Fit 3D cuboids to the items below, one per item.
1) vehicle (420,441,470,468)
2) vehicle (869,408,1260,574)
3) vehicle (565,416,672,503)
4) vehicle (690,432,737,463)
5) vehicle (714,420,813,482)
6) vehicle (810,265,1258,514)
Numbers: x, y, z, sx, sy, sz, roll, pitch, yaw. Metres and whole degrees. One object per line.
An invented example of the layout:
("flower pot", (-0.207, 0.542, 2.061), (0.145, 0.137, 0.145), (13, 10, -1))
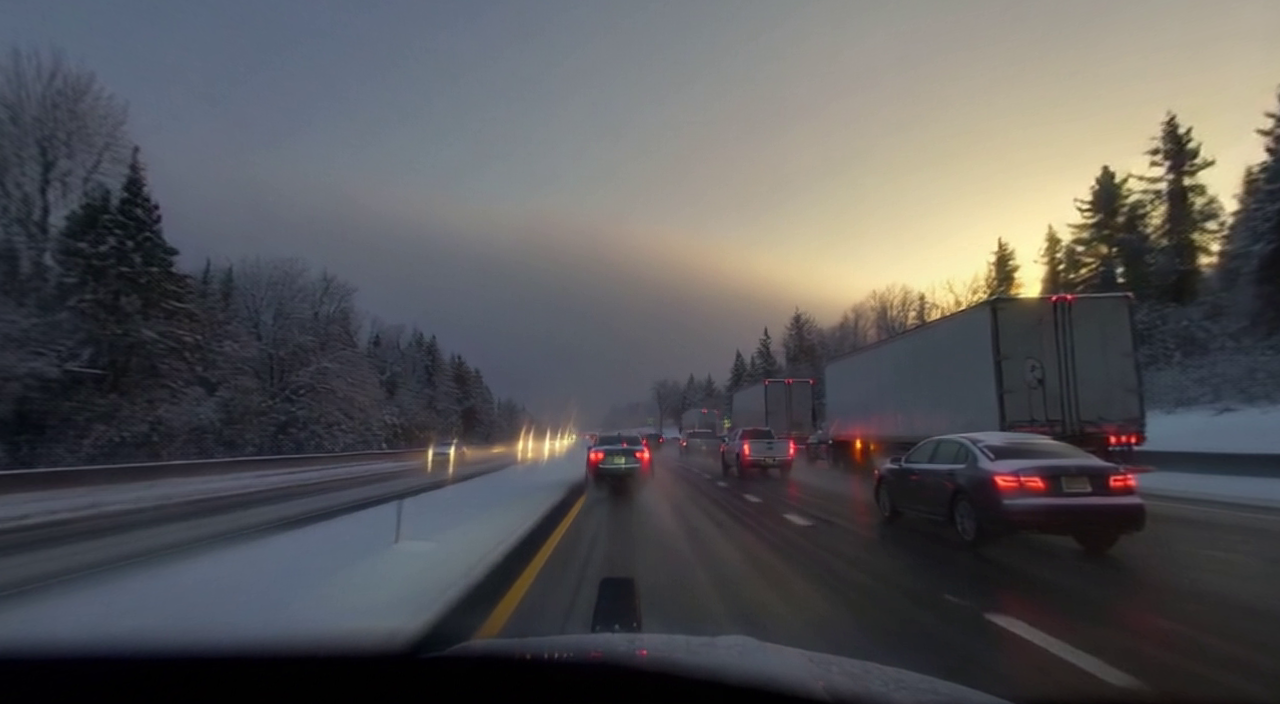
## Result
("vehicle", (-11.947, 6.285, 38.714), (1.874, 1.504, 3.847), (0, -8, 0))
("vehicle", (4.703, 1.565, 7.934), (2.040, 1.523, 4.068), (0, -8, -1))
("vehicle", (-0.453, 2.419, 14.687), (2.087, 1.709, 4.455), (0, -8, -1))
("vehicle", (3.751, 4.948, 32.790), (1.865, 1.471, 3.916), (0, -8, -2))
("vehicle", (3.677, 3.032, 19.531), (2.147, 1.707, 3.963), (0, -8, -2))
("vehicle", (8.317, 1.512, 17.355), (2.908, 4.099, 14.103), (0, -8, -2))
